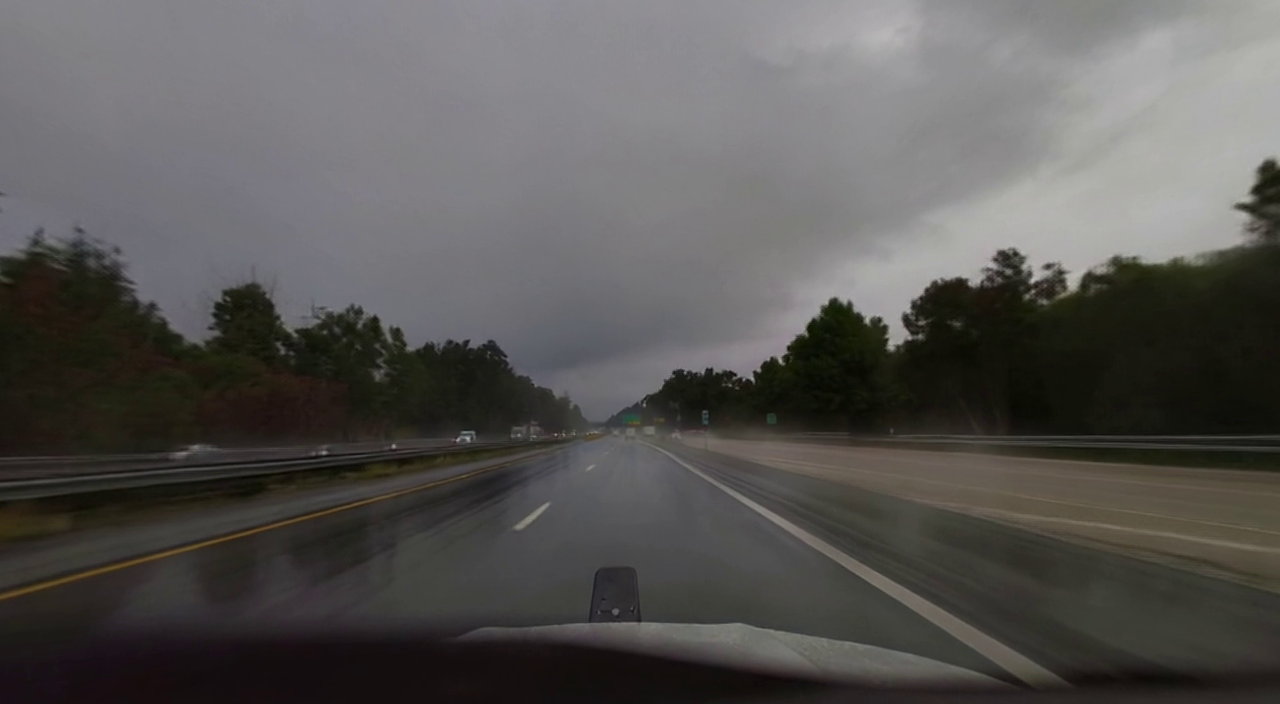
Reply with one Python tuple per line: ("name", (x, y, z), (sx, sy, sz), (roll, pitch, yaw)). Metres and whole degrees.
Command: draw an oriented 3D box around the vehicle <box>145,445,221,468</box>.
("vehicle", (-32.989, 7.566, 45.662), (1.861, 1.498, 4.712), (0, -8, 1))
